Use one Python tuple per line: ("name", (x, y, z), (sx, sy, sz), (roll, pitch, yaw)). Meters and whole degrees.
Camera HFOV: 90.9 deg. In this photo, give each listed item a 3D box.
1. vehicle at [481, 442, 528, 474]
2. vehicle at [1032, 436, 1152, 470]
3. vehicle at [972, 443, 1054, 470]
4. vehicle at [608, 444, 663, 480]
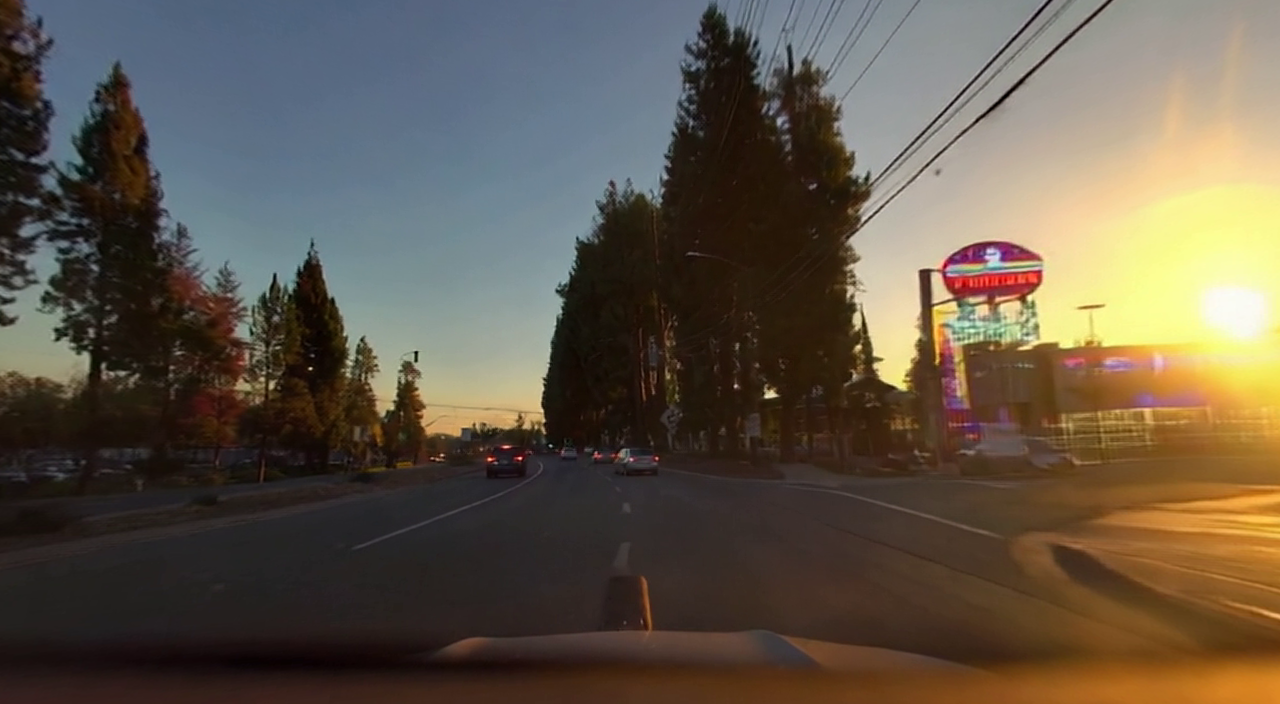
("vehicle", (-8.025, 6.308, 37.776), (2.195, 1.752, 4.515), (1, -8, -6))
("vehicle", (23.776, 5.356, 33.339), (4.834, 1.495, 1.785), (1, -9, 9))
("vehicle", (25.310, 7.099, 42.920), (4.350, 1.447, 1.696), (-6, -10, 10))
("vehicle", (-0.287, 5.046, 29.278), (2.130, 1.476, 4.453), (1, -8, -6))
